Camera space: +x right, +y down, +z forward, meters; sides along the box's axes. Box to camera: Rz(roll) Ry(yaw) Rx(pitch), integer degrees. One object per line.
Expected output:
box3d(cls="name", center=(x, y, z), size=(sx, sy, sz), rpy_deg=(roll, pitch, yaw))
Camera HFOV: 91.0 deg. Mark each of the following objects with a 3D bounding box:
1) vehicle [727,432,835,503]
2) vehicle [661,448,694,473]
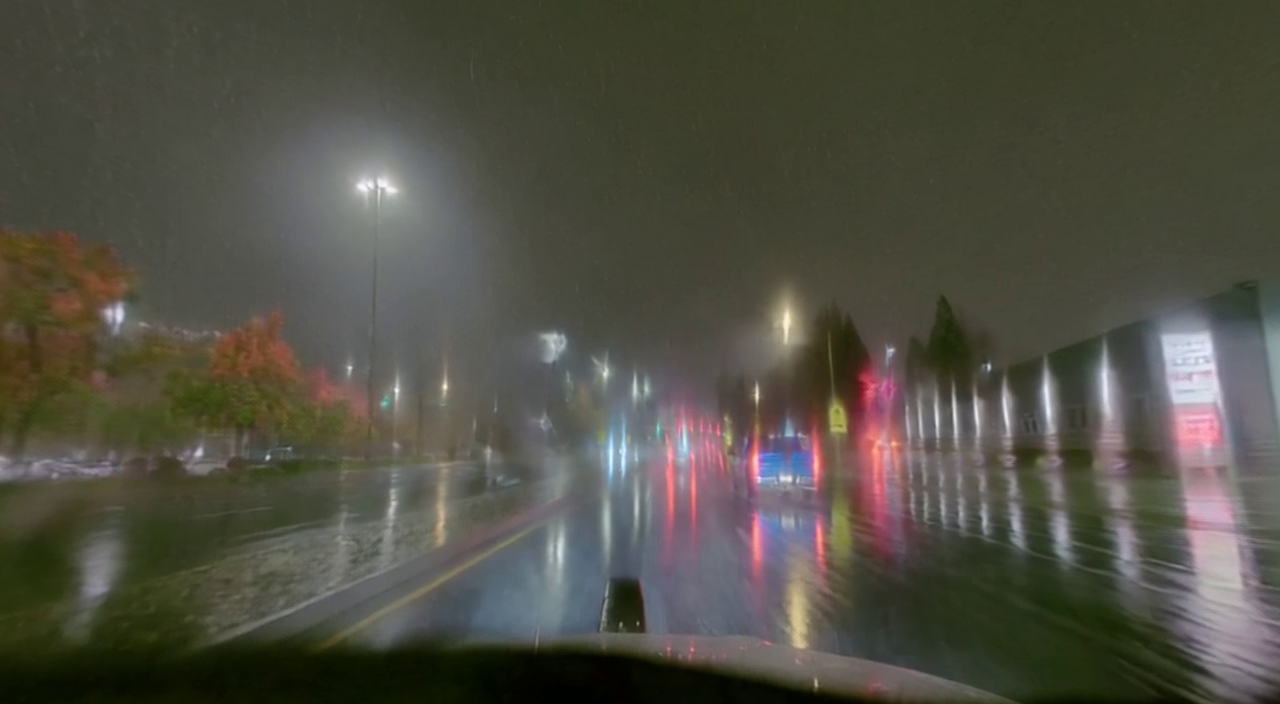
box3d(cls="vehicle", center=(4.271, 3.616, 20.211), size=(2.367, 1.919, 5.651), rpy_deg=(0, -9, 2))
box3d(cls="vehicle", center=(2.448, 6.924, 40.504), size=(1.968, 1.521, 4.262), rpy_deg=(0, -9, 5))
